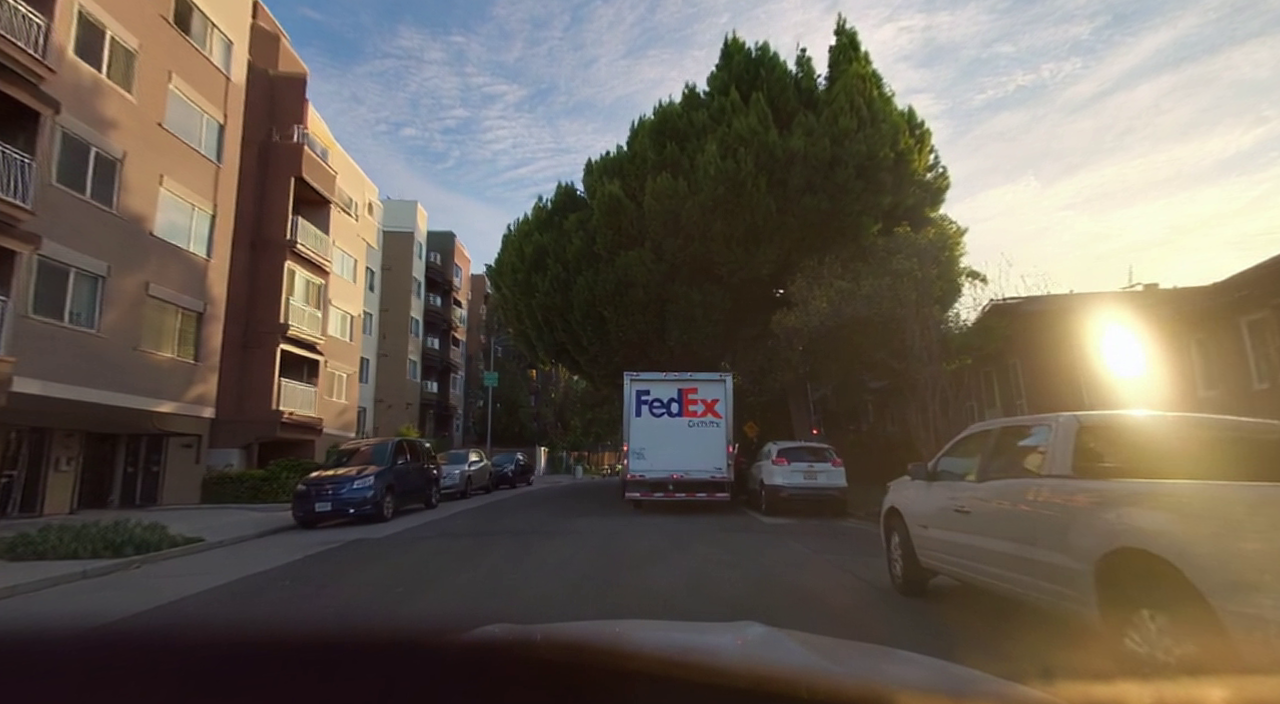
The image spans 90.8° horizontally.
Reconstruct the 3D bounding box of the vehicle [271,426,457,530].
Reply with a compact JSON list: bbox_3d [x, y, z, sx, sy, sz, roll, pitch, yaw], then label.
[{"bbox_3d":[-5.714,2.645,13.919,2.020,1.867,4.654,0,-8,-1],"label":"vehicle"}]

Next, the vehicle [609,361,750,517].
[{"bbox_3d":[0.784,2.396,17.361,2.930,3.275,8.180,0,-8,-1],"label":"vehicle"}]

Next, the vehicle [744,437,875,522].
[{"bbox_3d":[3.587,2.740,14.132,1.868,1.623,3.815,0,-8,0],"label":"vehicle"}]

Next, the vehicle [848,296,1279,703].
[{"bbox_3d":[3.569,1.127,4.668,2.221,1.991,5.564,0,-8,1],"label":"vehicle"}]
